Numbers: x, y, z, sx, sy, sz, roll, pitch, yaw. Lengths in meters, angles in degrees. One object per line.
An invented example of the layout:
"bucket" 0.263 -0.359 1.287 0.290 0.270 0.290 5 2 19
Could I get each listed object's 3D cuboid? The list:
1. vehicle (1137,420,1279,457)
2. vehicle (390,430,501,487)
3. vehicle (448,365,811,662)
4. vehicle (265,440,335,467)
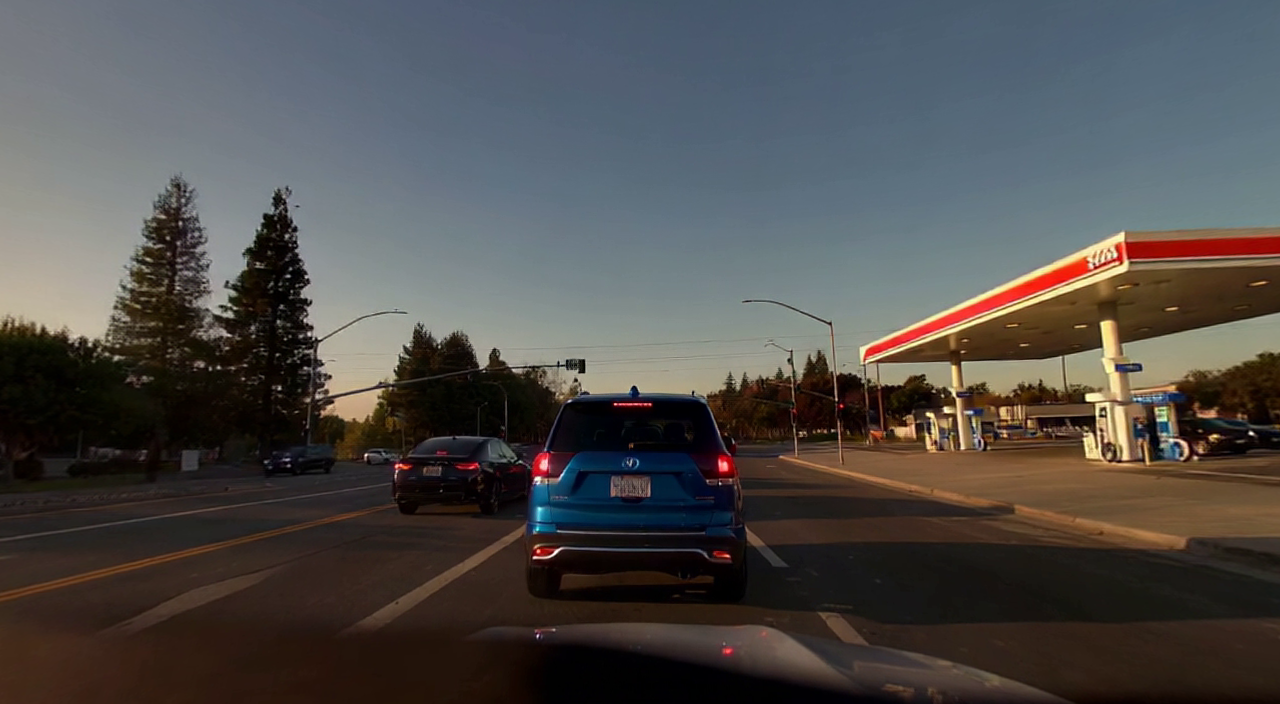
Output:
"vehicle" 25.950 3.970 28.785 4.551 1.616 1.973 -2 -9 11
"vehicle" -6.647 3.706 22.181 2.065 1.753 4.525 -1 -9 6
"vehicle" 0.013 1.315 6.130 2.236 1.819 4.291 -1 -9 2
"vehicle" -23.546 7.019 43.838 1.988 1.741 4.522 -1 -9 5
